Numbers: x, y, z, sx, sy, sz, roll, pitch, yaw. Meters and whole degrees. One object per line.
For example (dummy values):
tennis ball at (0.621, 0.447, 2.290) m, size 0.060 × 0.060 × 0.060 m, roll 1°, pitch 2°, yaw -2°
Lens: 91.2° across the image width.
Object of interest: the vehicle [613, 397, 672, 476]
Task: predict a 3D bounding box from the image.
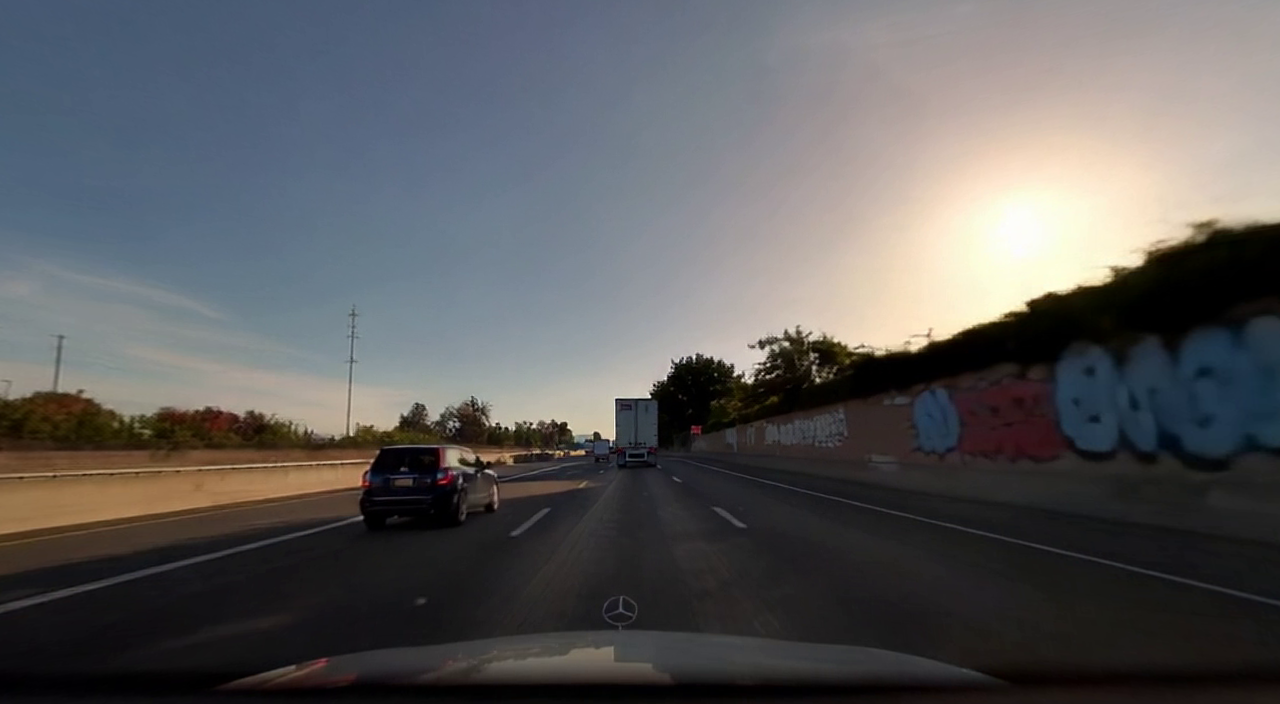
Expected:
vehicle at (-0.057, 5.186, 37.820) m, size 3.042 × 4.023 × 10.832 m, roll 0°, pitch -9°, yaw -2°

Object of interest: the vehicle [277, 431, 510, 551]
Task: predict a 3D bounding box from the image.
vehicle at (-3.667, 2.142, 10.305) m, size 2.158 × 1.538 × 4.047 m, roll 0°, pitch -9°, yaw 0°
